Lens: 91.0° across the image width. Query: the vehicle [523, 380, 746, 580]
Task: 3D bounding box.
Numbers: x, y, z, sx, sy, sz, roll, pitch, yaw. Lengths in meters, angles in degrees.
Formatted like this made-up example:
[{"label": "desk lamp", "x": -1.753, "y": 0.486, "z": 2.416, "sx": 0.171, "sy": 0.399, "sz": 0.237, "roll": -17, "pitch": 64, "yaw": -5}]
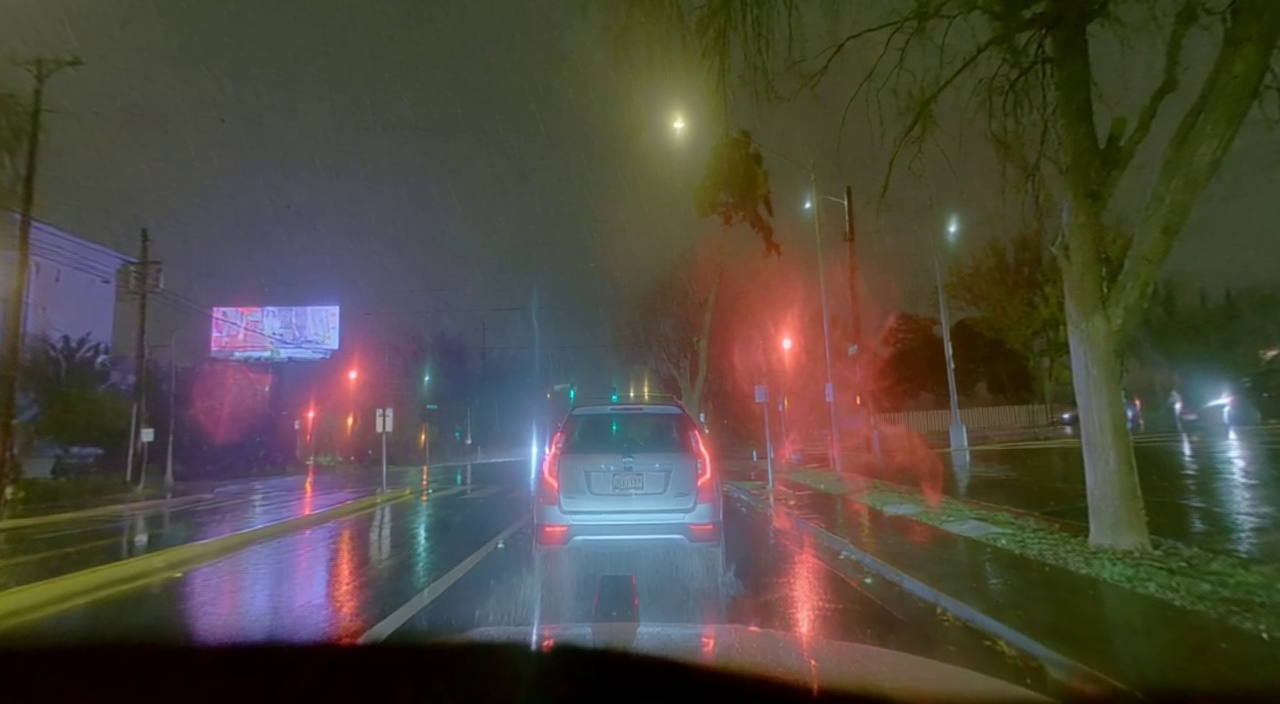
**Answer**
[{"label": "vehicle", "x": -0.054, "y": 1.508, "z": 8.063, "sx": 2.142, "sy": 1.904, "sz": 3.816, "roll": -1, "pitch": -8, "yaw": 0}]
